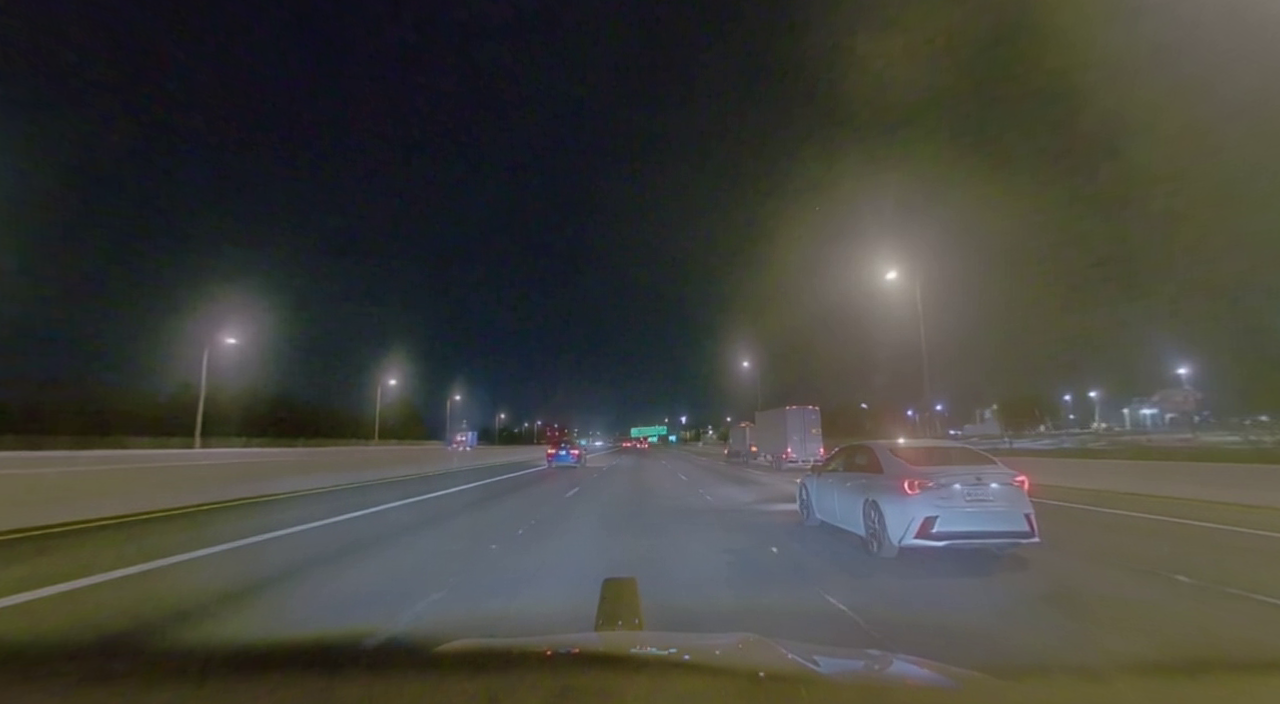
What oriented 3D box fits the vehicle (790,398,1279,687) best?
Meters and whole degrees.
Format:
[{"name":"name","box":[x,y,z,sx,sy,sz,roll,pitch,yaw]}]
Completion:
[{"name":"vehicle","box":[3.107,1.397,5.967,2.107,1.550,4.949,0,-8,-1]}]

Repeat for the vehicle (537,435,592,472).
[{"name":"vehicle","box":[-3.759,5.148,32.271,2.193,1.746,4.512,0,-8,1]}]
